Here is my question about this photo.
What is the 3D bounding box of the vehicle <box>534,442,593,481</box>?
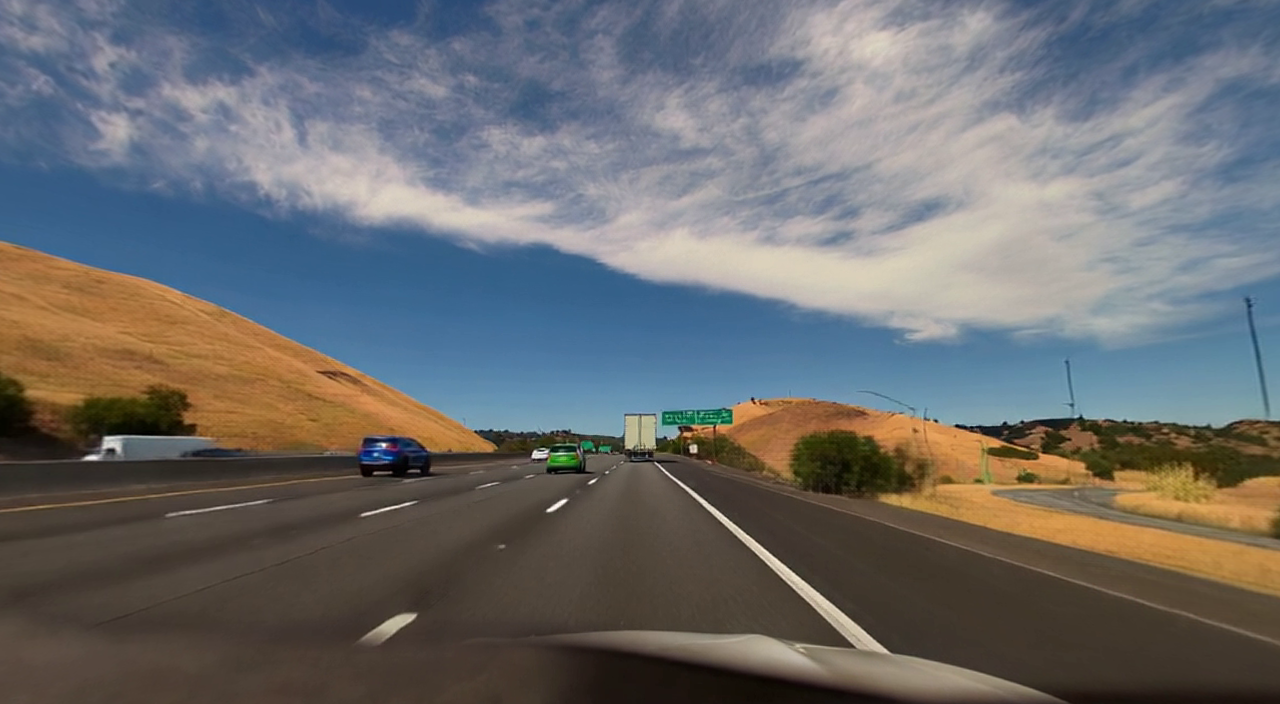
[{"bbox_3d":[-3.637,5.280,30.707,2.194,1.725,4.698,0,-9,1],"label":"vehicle"}]

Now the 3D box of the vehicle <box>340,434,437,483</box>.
[{"bbox_3d":[-10.818,4.618,27.581,2.111,1.906,5.028,0,-9,1],"label":"vehicle"}]
